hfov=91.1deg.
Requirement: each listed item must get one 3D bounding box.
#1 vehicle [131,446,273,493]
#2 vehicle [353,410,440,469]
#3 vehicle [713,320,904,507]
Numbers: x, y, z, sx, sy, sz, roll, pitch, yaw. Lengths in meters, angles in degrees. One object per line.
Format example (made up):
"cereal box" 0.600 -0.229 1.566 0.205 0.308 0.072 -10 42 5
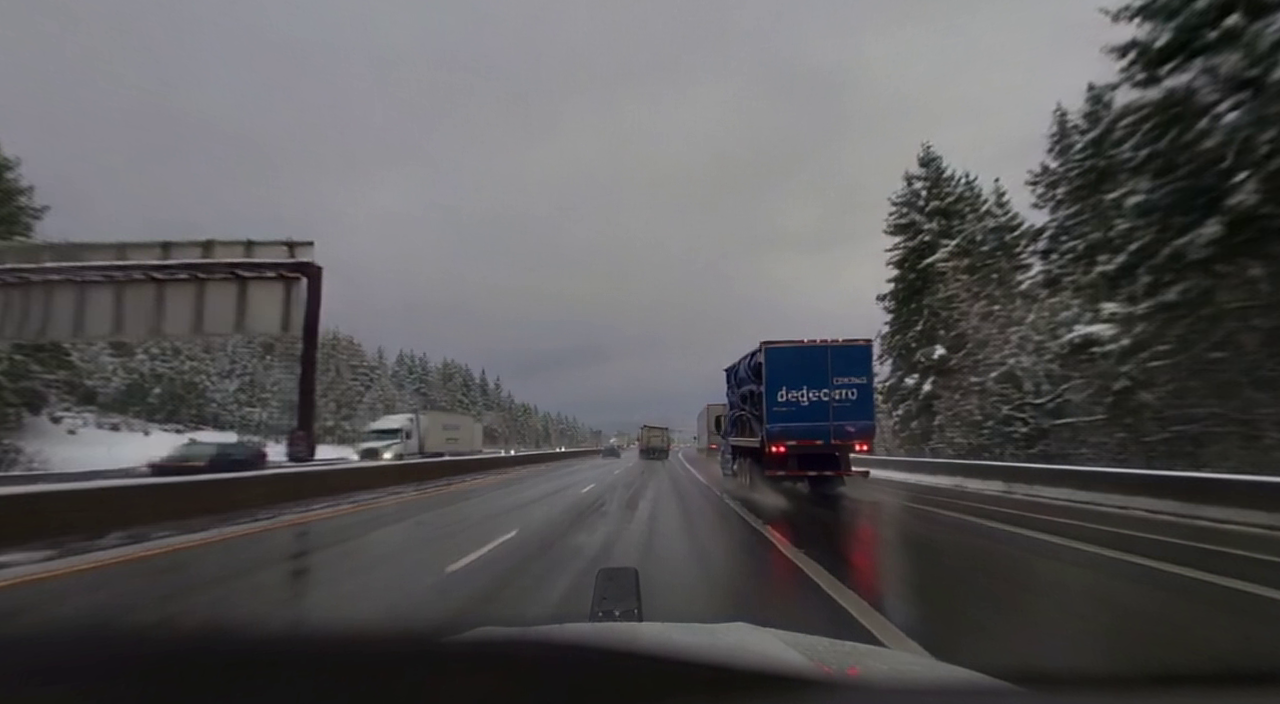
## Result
"vehicle" -16.575 4.418 24.169 1.980 1.538 4.622 -1 -8 3
"vehicle" -15.816 5.754 41.432 3.037 3.540 6.335 0 -7 1
"vehicle" 4.027 1.907 18.005 2.920 3.860 10.035 0 -8 2
